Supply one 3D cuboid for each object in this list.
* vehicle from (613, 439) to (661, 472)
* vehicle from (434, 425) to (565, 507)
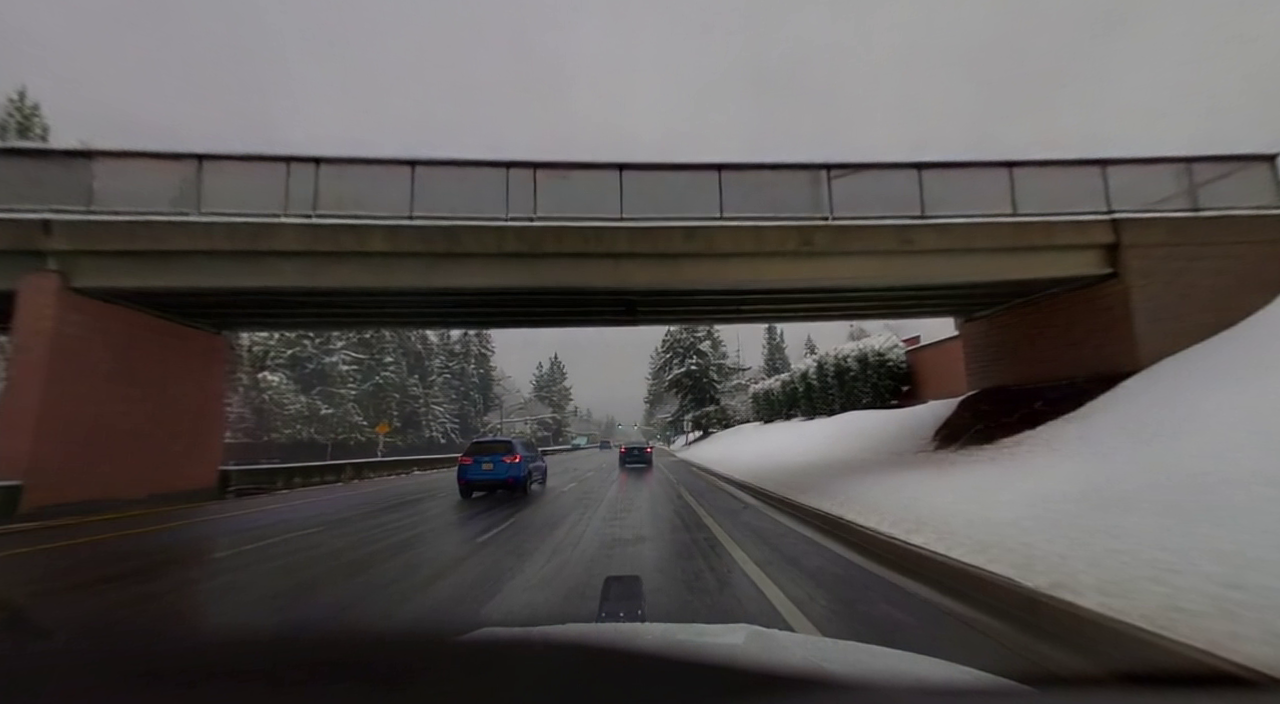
[{"bbox_3d":[-0.183,5.091,31.254,2.205,1.509,4.272,0,-9,-1],"label":"vehicle"},{"bbox_3d":[-3.368,2.860,16.260,2.223,1.771,4.581,0,-9,1],"label":"vehicle"}]
